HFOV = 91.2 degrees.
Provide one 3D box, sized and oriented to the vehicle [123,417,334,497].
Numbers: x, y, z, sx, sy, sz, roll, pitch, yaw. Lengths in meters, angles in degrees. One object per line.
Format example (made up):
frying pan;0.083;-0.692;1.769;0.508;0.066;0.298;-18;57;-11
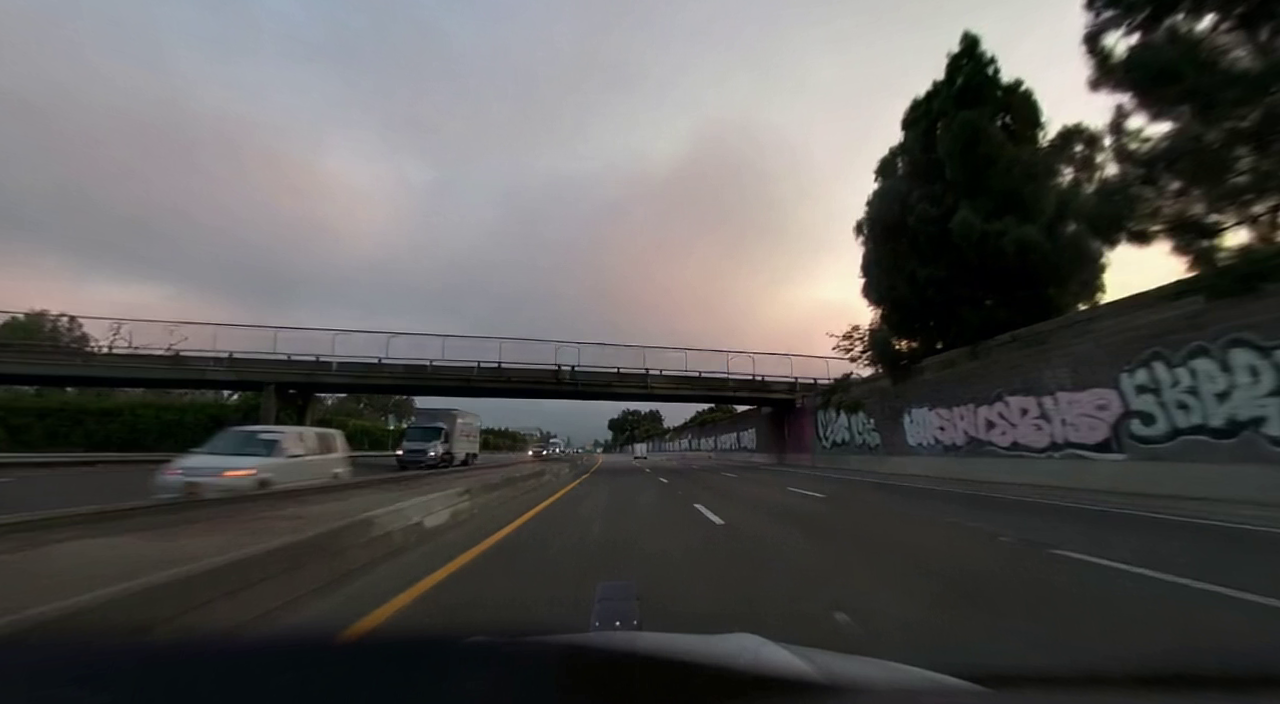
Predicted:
vehicle;-9.305;2.436;14.764;1.964;1.571;4.454;0;-9;0

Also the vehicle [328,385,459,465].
vehicle;-14.437;4.745;38.596;3.020;3.998;14.022;0;-9;-3
